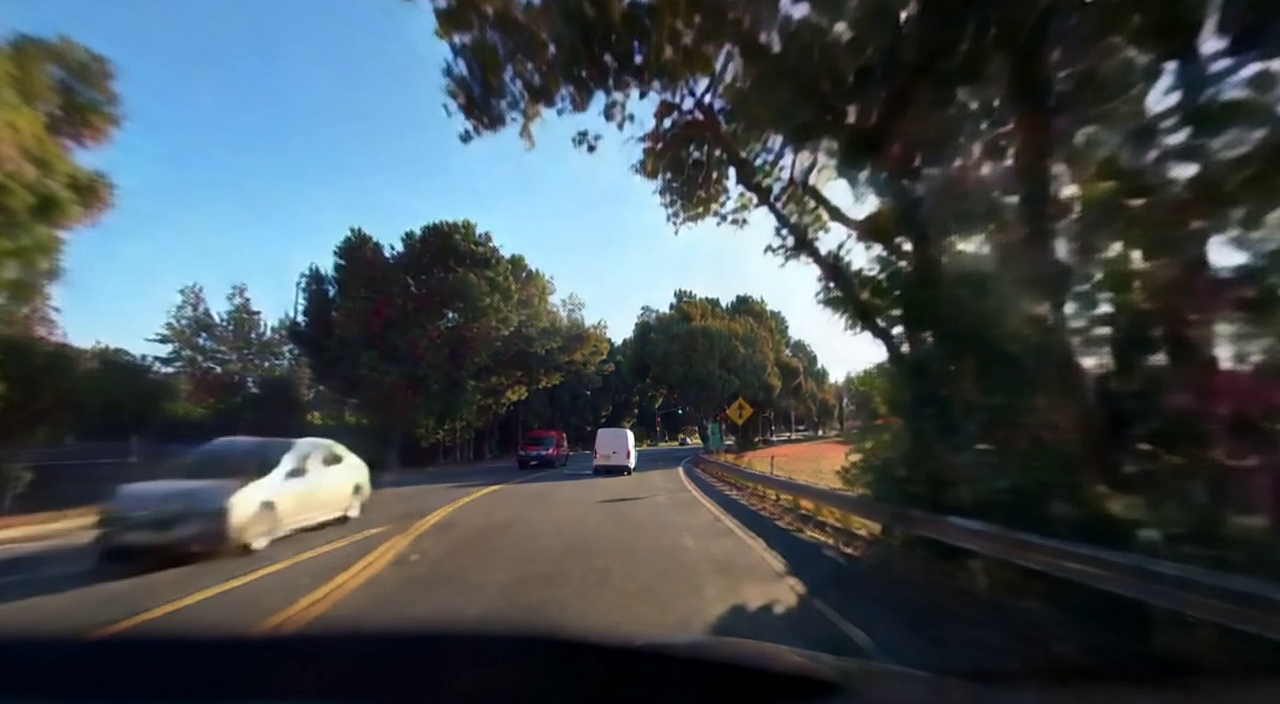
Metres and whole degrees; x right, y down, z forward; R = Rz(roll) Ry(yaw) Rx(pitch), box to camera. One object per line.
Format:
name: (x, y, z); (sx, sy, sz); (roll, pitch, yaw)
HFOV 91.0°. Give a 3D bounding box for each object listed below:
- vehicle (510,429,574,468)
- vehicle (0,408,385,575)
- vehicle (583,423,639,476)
vehicle: (-5.335, 5.401, 35.208); (2.295, 1.981, 5.836); (0, -8, 4)
vehicle: (-5.476, 1.724, 8.585); (2.051, 1.648, 4.451); (0, -8, 1)
vehicle: (-1.221, 4.510, 29.205); (2.362, 2.185, 5.212); (0, -8, 0)
